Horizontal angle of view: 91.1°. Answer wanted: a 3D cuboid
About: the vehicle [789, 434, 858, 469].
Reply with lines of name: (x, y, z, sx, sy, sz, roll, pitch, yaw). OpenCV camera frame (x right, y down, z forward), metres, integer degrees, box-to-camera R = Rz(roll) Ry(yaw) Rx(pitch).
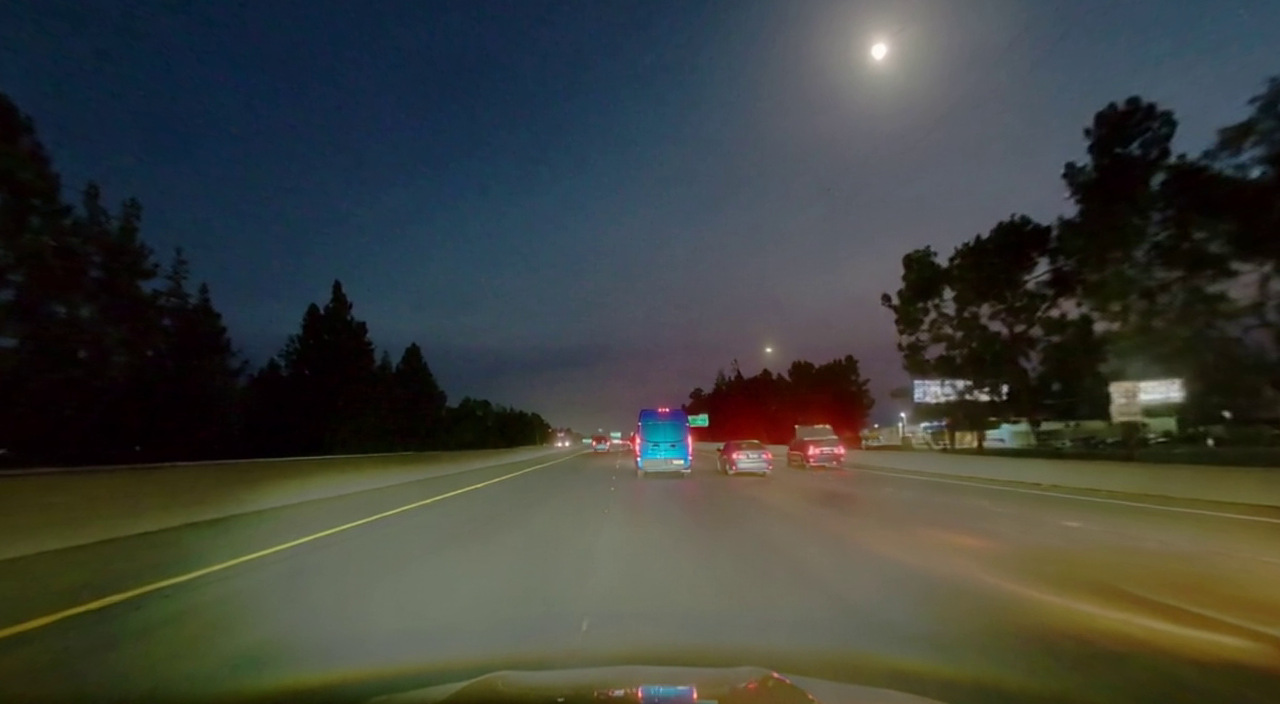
vehicle: (8.337, 4.558, 28.839, 1.874, 1.496, 3.586, 0, -8, -3)

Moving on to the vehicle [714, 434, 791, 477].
vehicle: (4.236, 3.954, 24.304, 2.099, 1.510, 3.784, 0, -8, -3)

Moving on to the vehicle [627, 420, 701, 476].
vehicle: (0.852, 3.966, 26.177, 2.546, 2.087, 5.404, 0, -8, -3)
